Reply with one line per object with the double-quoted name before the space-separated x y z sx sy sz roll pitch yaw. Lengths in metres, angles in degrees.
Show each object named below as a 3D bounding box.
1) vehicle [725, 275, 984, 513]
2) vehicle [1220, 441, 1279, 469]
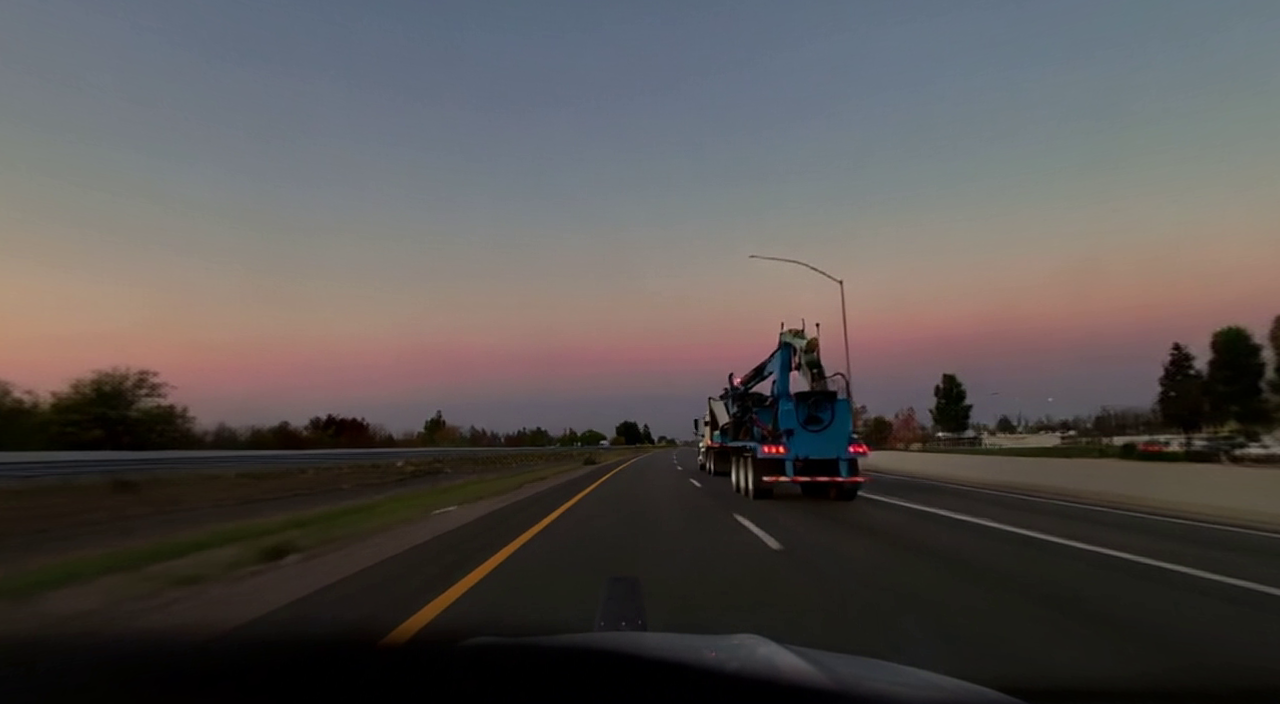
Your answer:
"vehicle" 3.963 1.136 13.759 3.279 3.956 6.541 0 -9 1
"vehicle" 43.476 7.044 43.211 5.053 1.689 2.144 -3 -8 3
